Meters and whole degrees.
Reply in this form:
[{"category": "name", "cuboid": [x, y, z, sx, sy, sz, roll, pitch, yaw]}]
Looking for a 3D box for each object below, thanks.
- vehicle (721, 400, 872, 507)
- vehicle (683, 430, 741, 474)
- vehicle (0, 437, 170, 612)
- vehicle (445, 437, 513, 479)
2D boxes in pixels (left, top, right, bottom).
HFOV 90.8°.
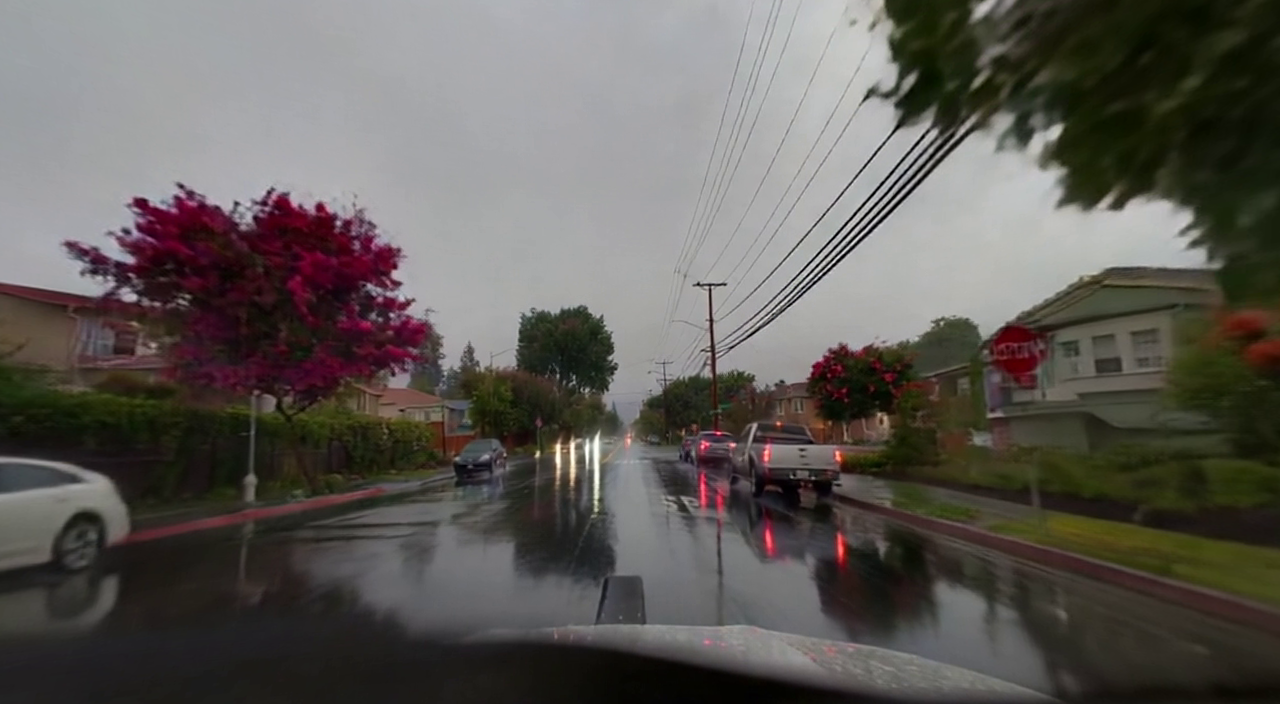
[{"category": "vehicle", "cuboid": [3.407, 2.391, 15.201, 2.111, 2.054, 5.748, 0, -8, 0]}, {"category": "vehicle", "cuboid": [3.084, 4.388, 27.856, 1.993, 1.778, 4.311, 0, -8, 0]}, {"category": "vehicle", "cuboid": [-6.726, 1.567, 5.256, 2.086, 1.516, 4.568, -6, -10, 1]}, {"category": "vehicle", "cuboid": [-7.394, 4.968, 29.386, 1.980, 1.664, 4.342, -5, -11, -1]}]
